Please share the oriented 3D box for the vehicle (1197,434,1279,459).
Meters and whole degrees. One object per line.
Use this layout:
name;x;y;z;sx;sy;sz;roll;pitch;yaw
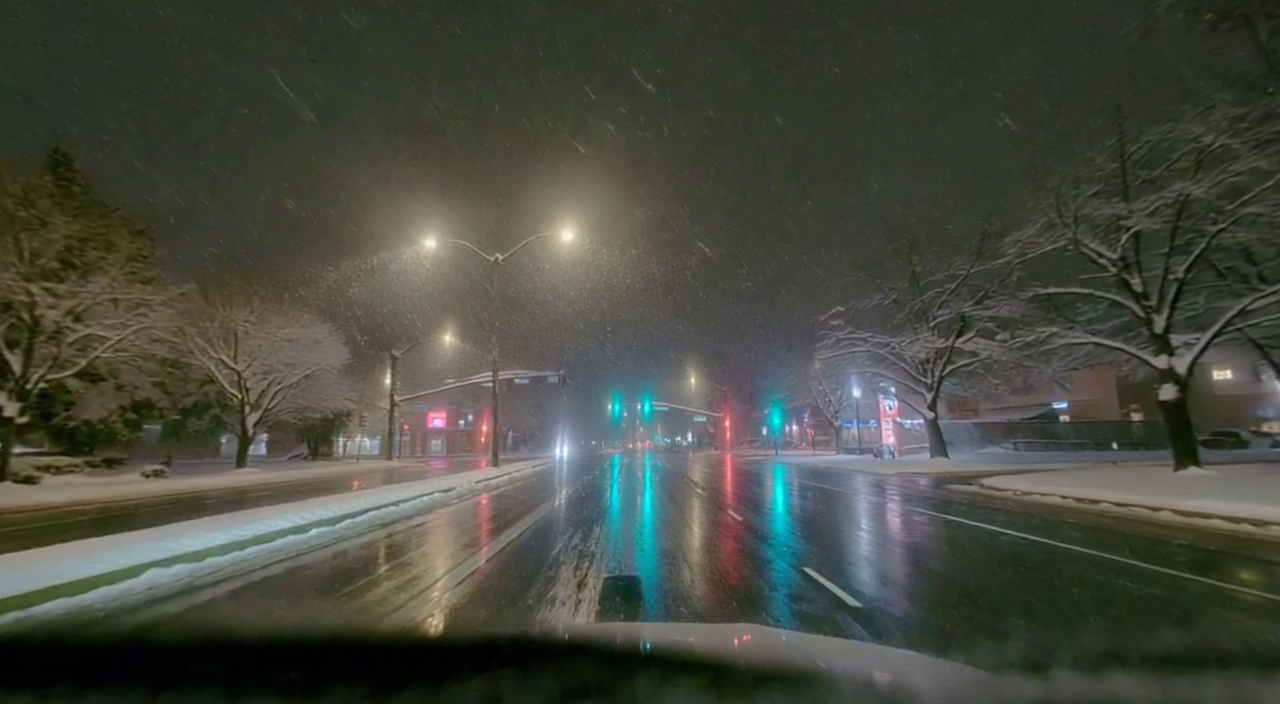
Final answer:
vehicle;39.114;6.105;40.830;1.867;1.552;4.657;0;-9;-2
